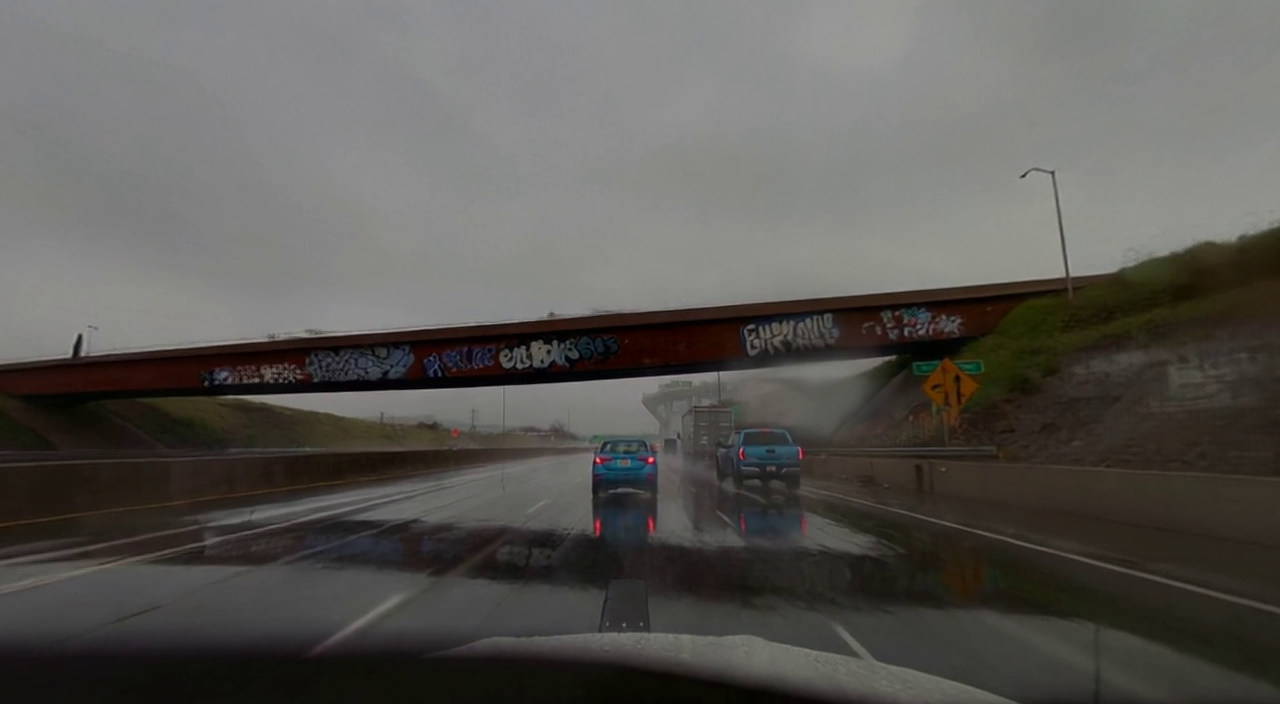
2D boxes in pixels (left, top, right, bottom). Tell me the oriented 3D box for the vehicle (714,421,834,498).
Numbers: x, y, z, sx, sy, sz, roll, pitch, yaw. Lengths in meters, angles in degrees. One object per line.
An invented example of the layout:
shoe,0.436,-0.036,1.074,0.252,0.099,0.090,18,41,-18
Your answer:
vehicle,3.739,3.163,18.979,2.311,1.922,5.977,0,-8,0

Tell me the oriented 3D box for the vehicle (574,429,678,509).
vehicle,-0.280,2.761,15.332,2.193,1.651,3.946,0,-8,1

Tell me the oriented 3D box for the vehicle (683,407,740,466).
vehicle,4.438,5.503,40.552,2.873,3.408,7.323,0,-8,1
